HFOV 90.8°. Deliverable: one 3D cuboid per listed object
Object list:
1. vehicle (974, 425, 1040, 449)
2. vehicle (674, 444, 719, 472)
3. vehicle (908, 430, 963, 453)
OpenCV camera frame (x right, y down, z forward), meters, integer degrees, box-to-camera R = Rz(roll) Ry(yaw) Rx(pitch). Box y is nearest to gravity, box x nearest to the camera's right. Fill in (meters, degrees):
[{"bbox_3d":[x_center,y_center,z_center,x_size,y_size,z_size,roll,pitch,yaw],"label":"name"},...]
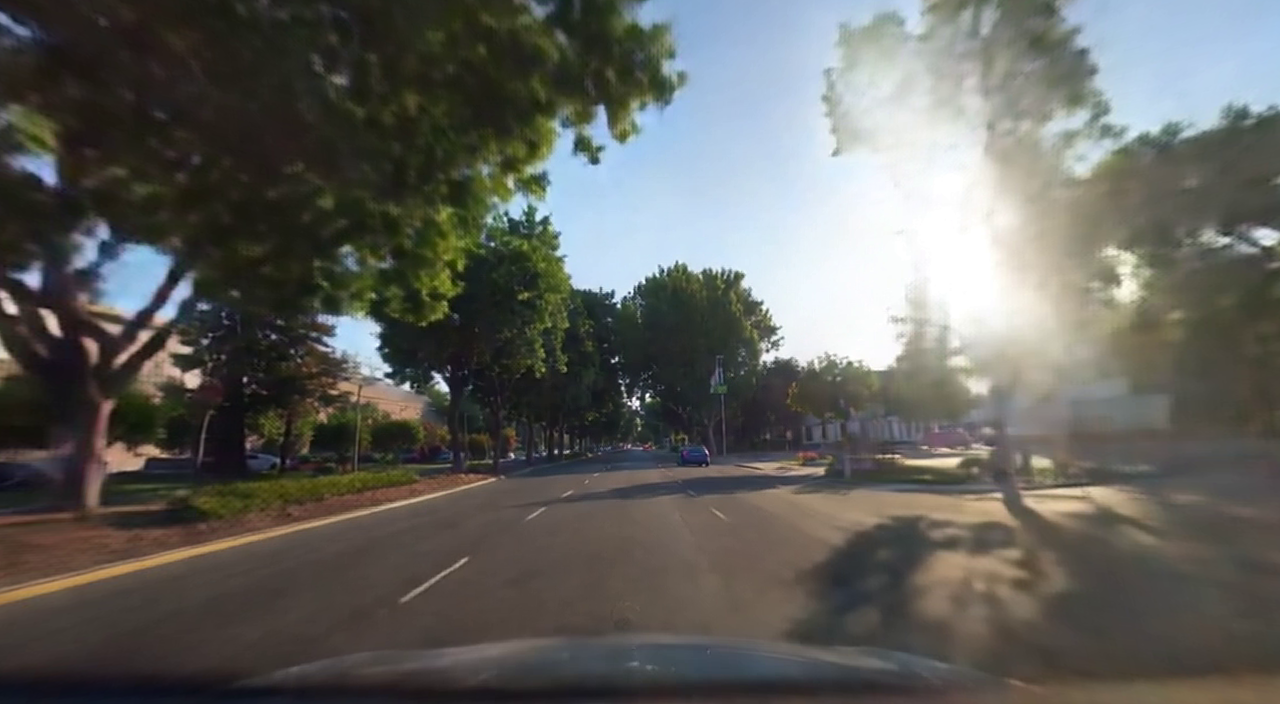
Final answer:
[{"bbox_3d":[27.571,6.362,47.641,2.037,1.633,4.447,1,-6,-6],"label":"vehicle"},{"bbox_3d":[3.189,6.119,36.662,2.033,1.482,4.571,0,-8,-2],"label":"vehicle"},{"bbox_3d":[21.775,6.646,46.739,1.911,1.604,4.411,-1,-8,-1],"label":"vehicle"}]
